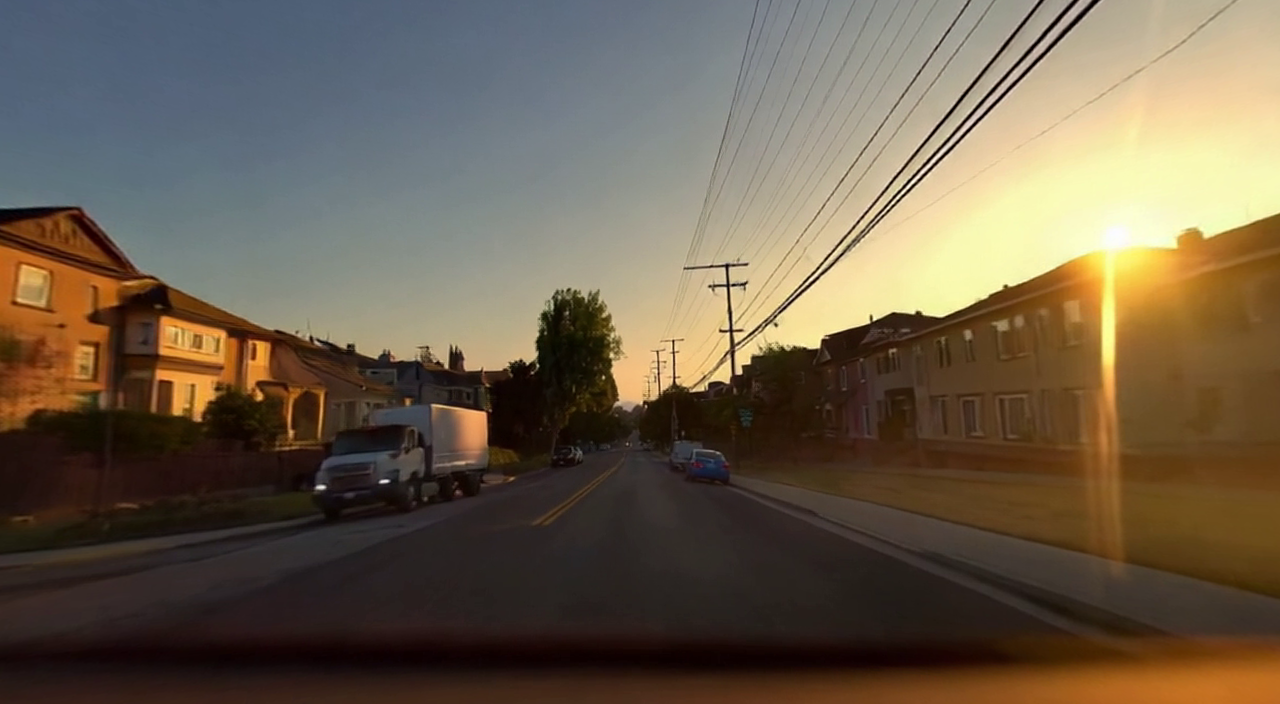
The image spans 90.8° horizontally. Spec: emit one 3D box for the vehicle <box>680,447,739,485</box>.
[{"bbox_3d":[2.900,4.882,27.331,1.890,1.463,4.952,0,-9,-1],"label":"vehicle"}]

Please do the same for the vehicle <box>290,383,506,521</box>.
[{"bbox_3d":[-6.546,2.964,18.923,3.197,3.187,7.847,-1,-9,2],"label":"vehicle"}]
